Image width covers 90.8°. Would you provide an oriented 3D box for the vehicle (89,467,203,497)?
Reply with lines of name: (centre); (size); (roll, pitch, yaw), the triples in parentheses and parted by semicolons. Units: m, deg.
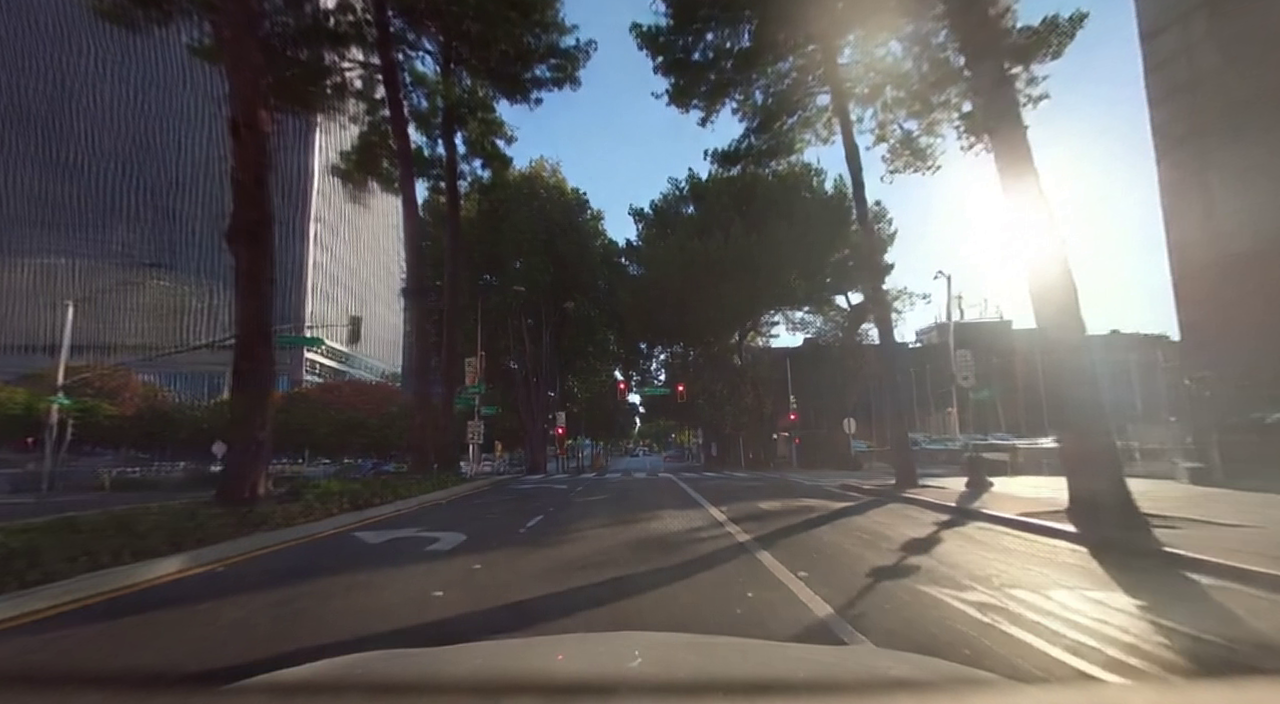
vehicle: (-28.420, 7.499, 36.480); (4.758, 1.549, 2.194); (0, -8, 1)
